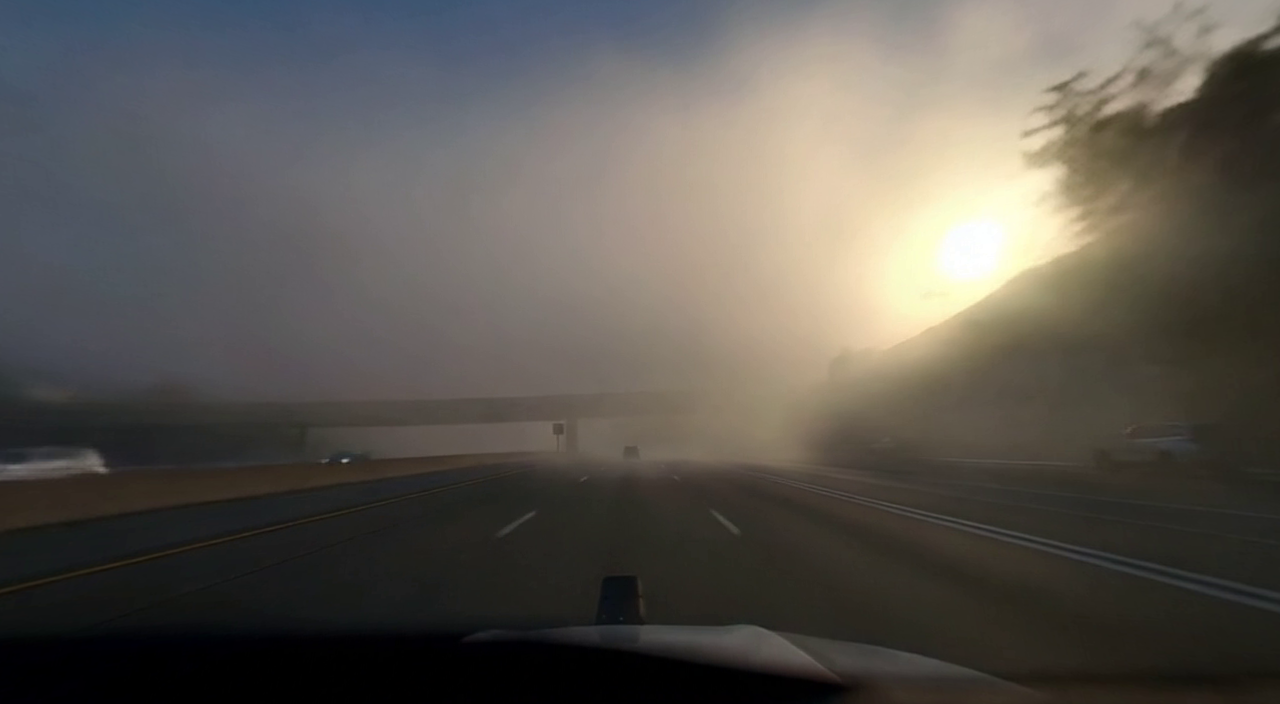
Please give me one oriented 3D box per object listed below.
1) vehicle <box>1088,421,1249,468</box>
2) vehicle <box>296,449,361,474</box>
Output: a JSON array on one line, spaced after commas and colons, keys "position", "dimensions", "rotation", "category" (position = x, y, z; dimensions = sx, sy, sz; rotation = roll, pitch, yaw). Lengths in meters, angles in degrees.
[{"position": [18.886, 3.358, 22.916], "dimensions": [1.916, 1.508, 4.485], "rotation": [0, -9, 0], "category": "vehicle"}, {"position": [-19.769, 6.957, 40.324], "dimensions": [2.036, 1.510, 4.298], "rotation": [0, -9, -1], "category": "vehicle"}]
